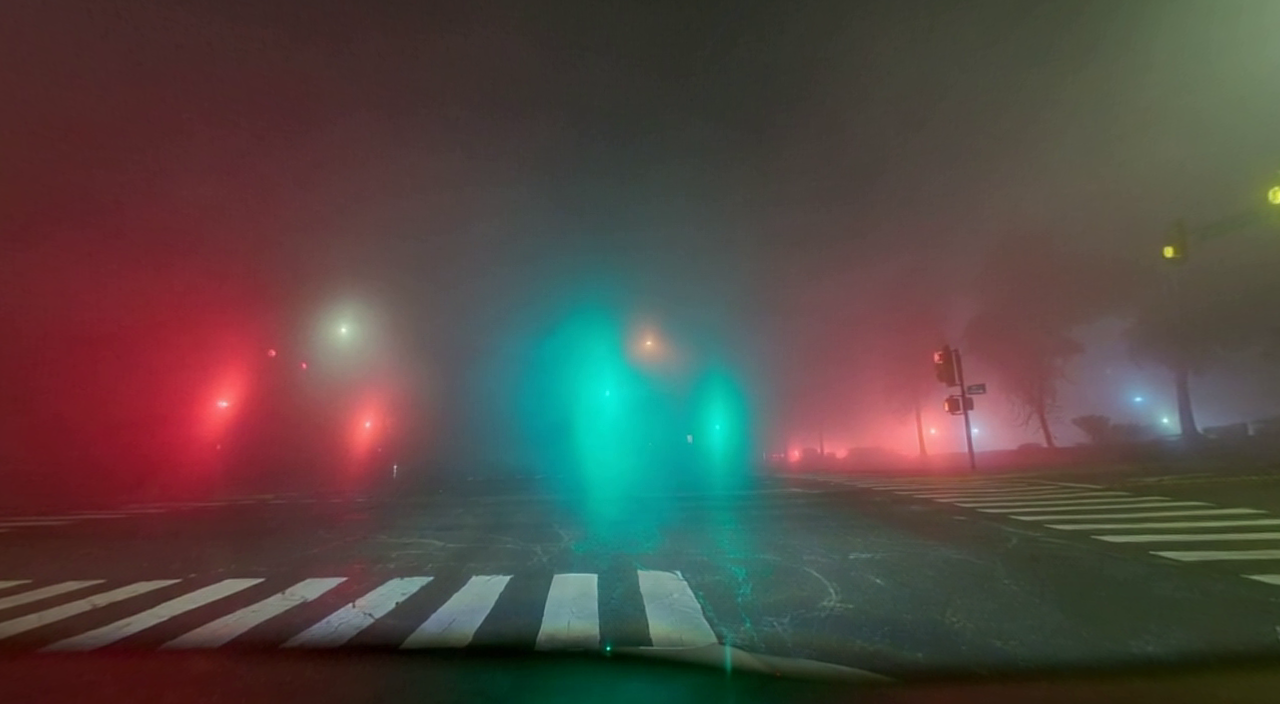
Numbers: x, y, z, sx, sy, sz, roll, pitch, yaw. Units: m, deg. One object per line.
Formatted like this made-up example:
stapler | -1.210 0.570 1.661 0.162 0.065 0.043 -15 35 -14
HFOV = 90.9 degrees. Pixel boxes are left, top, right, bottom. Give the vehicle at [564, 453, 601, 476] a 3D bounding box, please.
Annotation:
vehicle | -4.470 8.856 49.858 2.030 1.704 4.205 -1 -8 7
